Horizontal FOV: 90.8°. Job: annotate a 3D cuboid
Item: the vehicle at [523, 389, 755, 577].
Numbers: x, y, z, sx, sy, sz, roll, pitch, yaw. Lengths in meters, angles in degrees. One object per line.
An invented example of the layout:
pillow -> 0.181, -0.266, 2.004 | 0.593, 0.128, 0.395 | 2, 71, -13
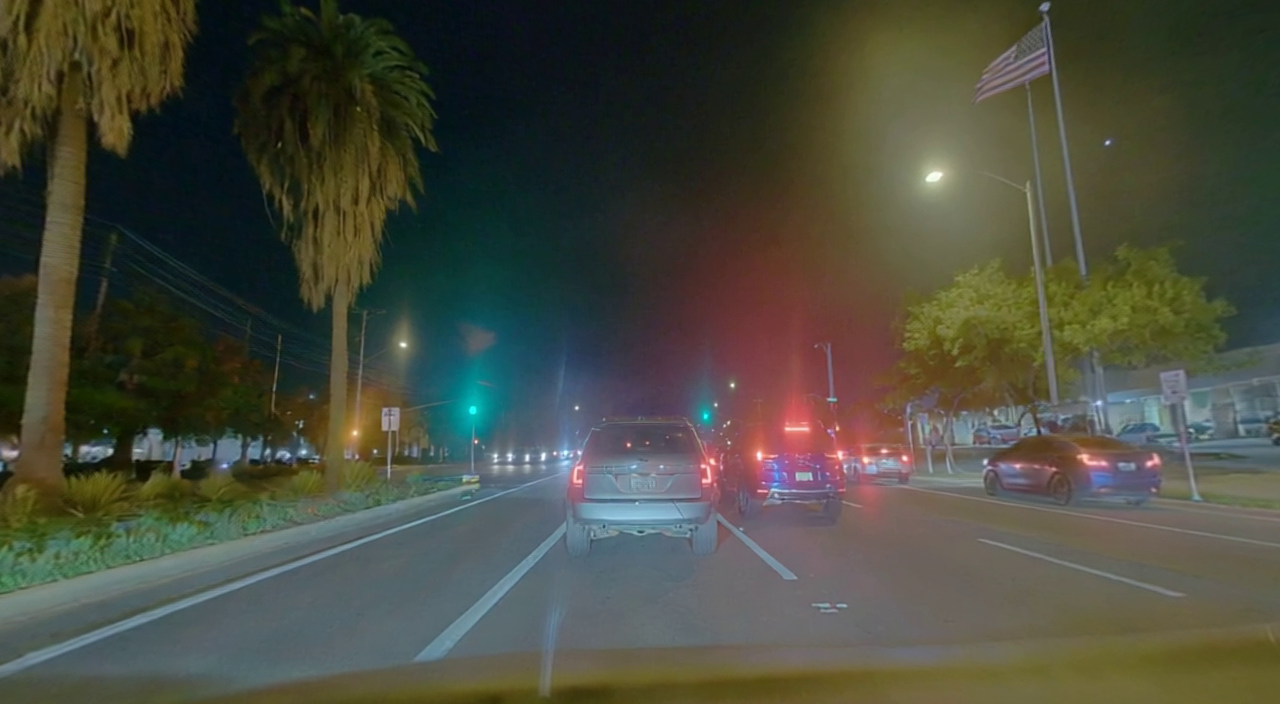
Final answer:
vehicle -> -0.121, 1.693, 8.923 | 2.402, 1.938, 4.535 | 0, -9, -3

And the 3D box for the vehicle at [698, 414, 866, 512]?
vehicle -> 3.256, 2.790, 16.383 | 2.773, 2.021, 6.212 | 0, -9, -2

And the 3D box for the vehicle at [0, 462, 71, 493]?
vehicle -> -45.692, 9.058, 45.761 | 6.410, 2.078, 2.584 | 0, -9, 0

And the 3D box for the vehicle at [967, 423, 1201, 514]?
vehicle -> 9.992, 2.649, 14.843 | 2.155, 1.779, 4.582 | 0, -9, 0

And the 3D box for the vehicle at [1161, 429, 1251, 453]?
vehicle -> 36.417, 5.762, 40.841 | 1.839, 1.455, 4.395 | 0, -9, 2

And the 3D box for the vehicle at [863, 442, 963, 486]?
vehicle -> 10.184, 4.178, 23.978 | 1.855, 1.495, 4.143 | 0, -9, -1
